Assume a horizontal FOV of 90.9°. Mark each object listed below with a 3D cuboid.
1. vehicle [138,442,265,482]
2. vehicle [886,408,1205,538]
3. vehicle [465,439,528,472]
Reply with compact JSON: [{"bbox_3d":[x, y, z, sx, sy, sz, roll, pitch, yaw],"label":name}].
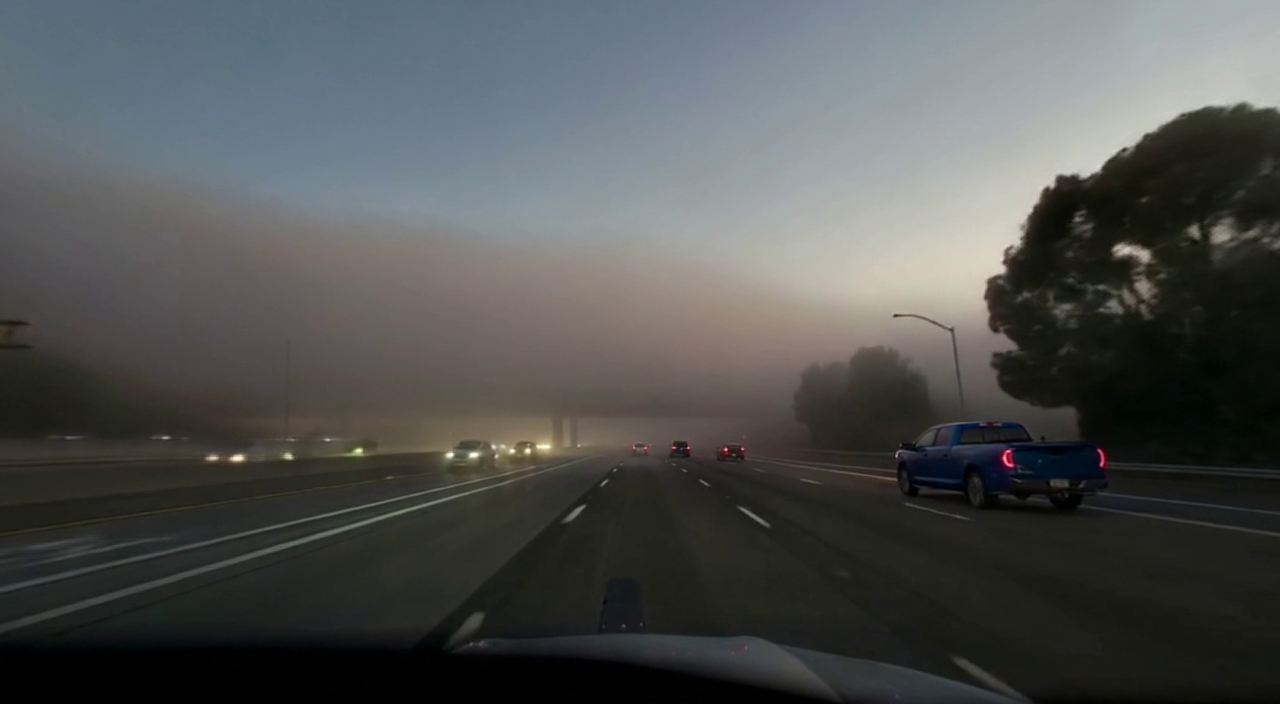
[{"bbox_3d":[-17.851,4.480,26.017,1.928,1.482,4.576,0,-8,0],"label":"vehicle"},{"bbox_3d":[7.000,2.168,12.082,2.182,1.852,5.926,0,-8,0],"label":"vehicle"},{"bbox_3d":[-7.491,5.434,33.480,2.142,1.609,4.783,0,-8,1],"label":"vehicle"}]
